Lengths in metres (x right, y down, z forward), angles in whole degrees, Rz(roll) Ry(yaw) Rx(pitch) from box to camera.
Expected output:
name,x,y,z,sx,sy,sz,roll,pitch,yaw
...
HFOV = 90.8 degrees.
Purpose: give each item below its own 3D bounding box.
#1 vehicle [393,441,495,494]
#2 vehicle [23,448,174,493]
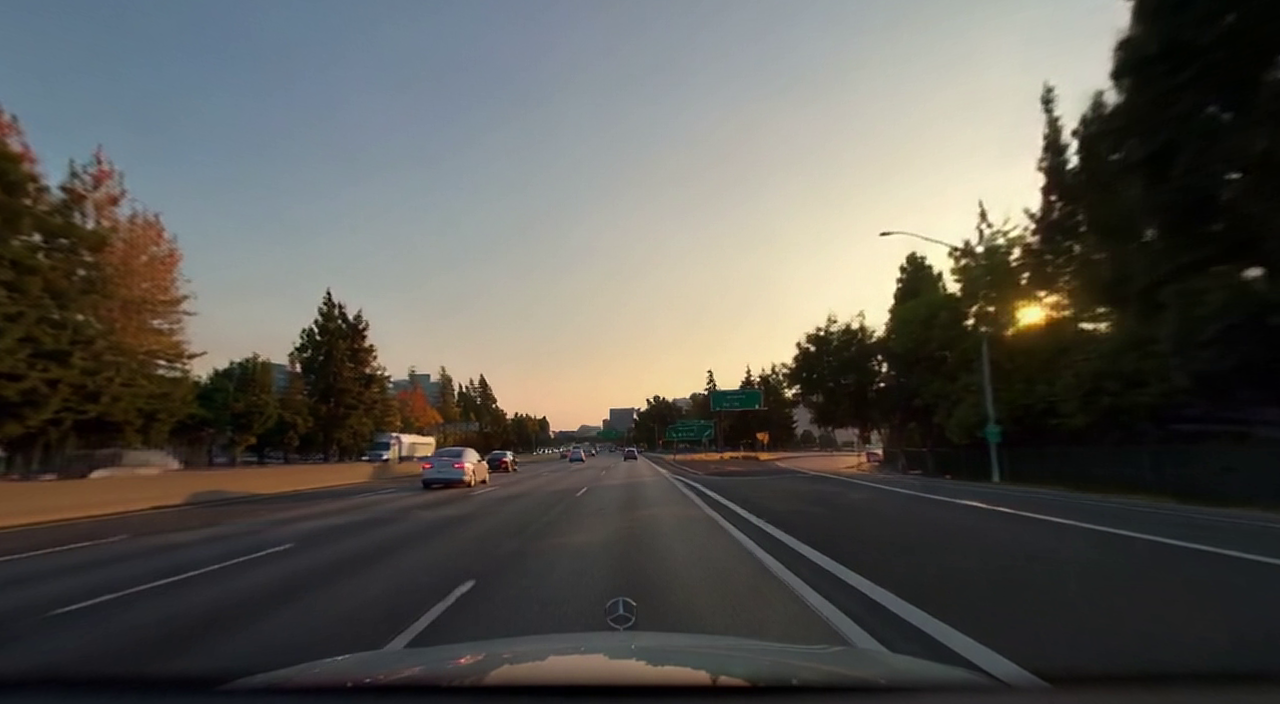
name,x,y,z,sx,sy,sz,roll,pitch,yaw
vehicle,-6.716,3.998,22.247,2.016,1.606,4.806,0,-9,0
vehicle,-22.437,4.885,26.500,2.100,1.681,4.761,0,-9,-1
